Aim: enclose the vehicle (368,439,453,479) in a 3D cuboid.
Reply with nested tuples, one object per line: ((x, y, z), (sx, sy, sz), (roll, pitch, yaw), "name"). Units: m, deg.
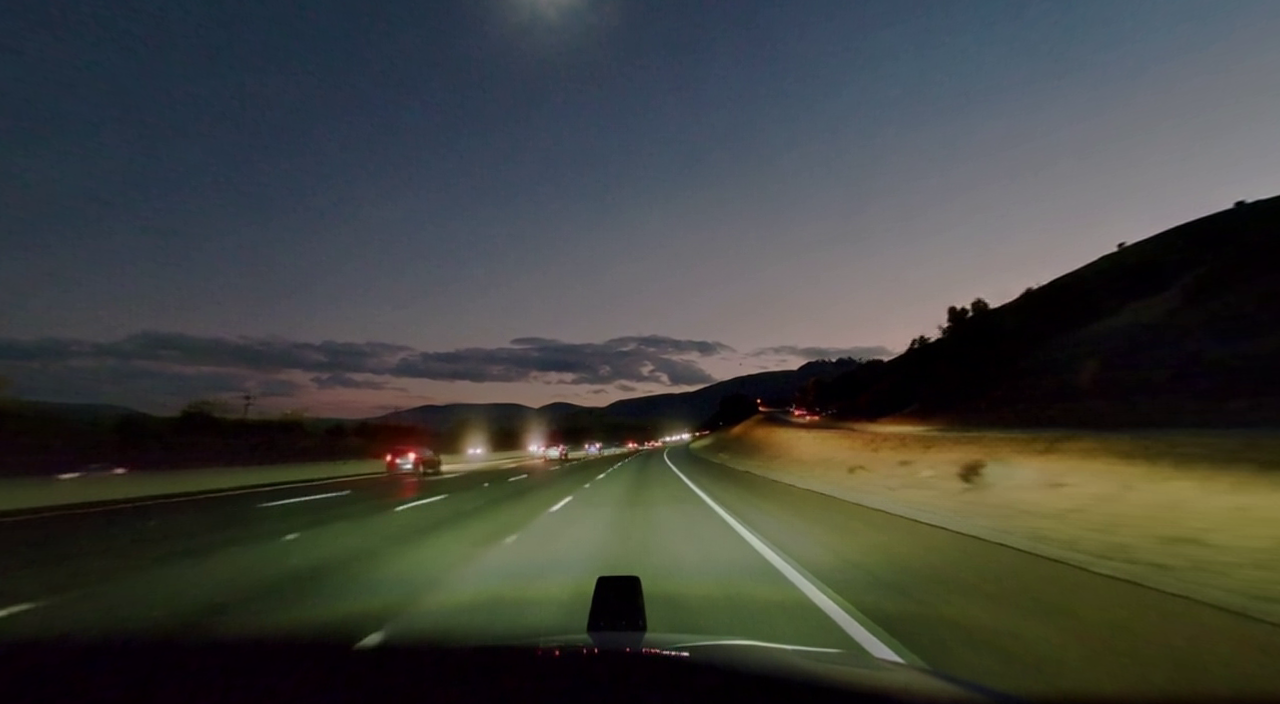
((-10.398, 4.884, 28.984), (2.122, 1.695, 4.437), (-1, -9, 2), "vehicle")

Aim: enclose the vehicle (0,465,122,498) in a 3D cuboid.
((-36.222, 8.052, 39.535), (2.180, 1.737, 6.134), (0, -9, 1), "vehicle")

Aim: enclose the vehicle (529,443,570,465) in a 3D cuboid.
((-6.356, 7.189, 44.547), (2.107, 1.484, 4.449), (-1, -9, 2), "vehicle")
